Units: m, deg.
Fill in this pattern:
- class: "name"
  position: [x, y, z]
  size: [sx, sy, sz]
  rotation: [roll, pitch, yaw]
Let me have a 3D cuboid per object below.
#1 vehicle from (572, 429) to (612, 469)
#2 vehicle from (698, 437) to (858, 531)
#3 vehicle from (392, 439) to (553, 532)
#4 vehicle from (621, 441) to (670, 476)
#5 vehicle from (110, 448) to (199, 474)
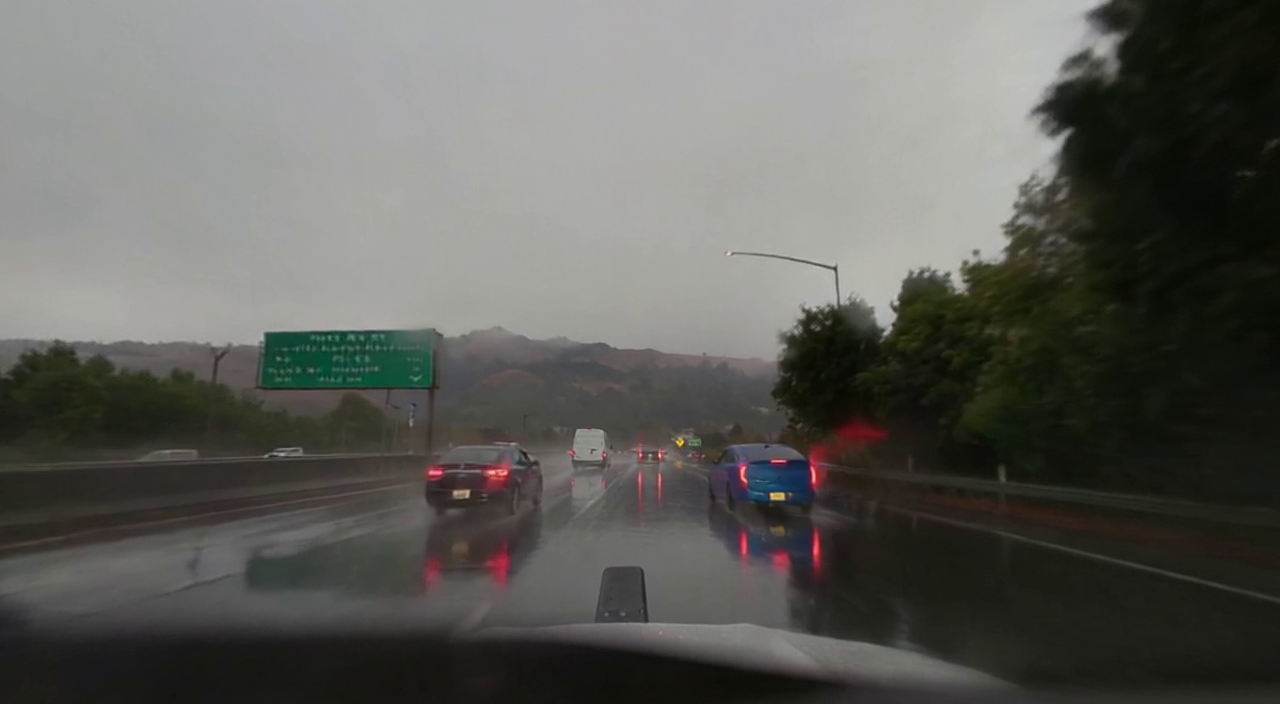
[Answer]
- class: "vehicle"
  position: [-3.309, 6.862, 44.733]
  size: [2.396, 2.664, 5.735]
  rotation: [0, -9, 0]
- class: "vehicle"
  position: [2.455, 2.478, 12.518]
  size: [2.050, 1.491, 4.362]
  rotation: [0, -8, -2]
- class: "vehicle"
  position: [-3.072, 2.533, 12.622]
  size: [1.990, 1.501, 4.250]
  rotation: [0, -8, 1]
- class: "vehicle"
  position: [0.201, 5.527, 32.966]
  size: [2.270, 1.660, 4.101]
  rotation: [0, -8, -4]
- class: "vehicle"
  position: [-34.271, 7.676, 44.752]
  size: [1.974, 1.677, 5.416]
  rotation: [0, -9, 0]
